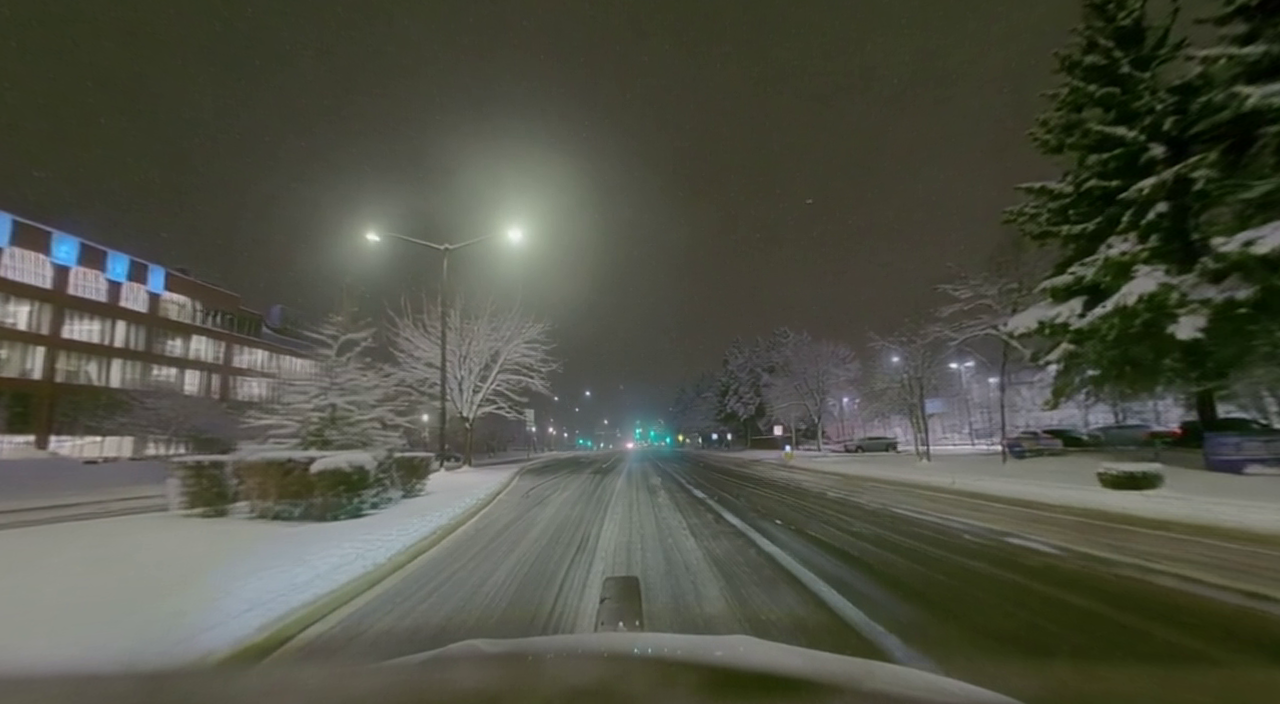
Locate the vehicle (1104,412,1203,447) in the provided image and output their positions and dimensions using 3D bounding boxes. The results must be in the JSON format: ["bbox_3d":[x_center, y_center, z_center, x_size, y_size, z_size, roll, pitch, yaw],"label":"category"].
[{"bbox_3d":[31.257,4.819,38.651,2.007,1.782,4.355,-3,-10,-5],"label":"vehicle"}]

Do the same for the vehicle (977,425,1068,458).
[{"bbox_3d":[22.886,5.391,38.053,2.133,1.853,5.009,0,-8,-3],"label":"vehicle"}]

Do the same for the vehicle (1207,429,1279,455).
[{"bbox_3d":[36.484,5.388,37.803,1.578,1.401,3.547,-3,-9,-2],"label":"vehicle"}]

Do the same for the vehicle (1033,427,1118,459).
[{"bbox_3d":[25.780,5.408,37.598,1.874,1.808,4.159,0,-8,-3],"label":"vehicle"}]
